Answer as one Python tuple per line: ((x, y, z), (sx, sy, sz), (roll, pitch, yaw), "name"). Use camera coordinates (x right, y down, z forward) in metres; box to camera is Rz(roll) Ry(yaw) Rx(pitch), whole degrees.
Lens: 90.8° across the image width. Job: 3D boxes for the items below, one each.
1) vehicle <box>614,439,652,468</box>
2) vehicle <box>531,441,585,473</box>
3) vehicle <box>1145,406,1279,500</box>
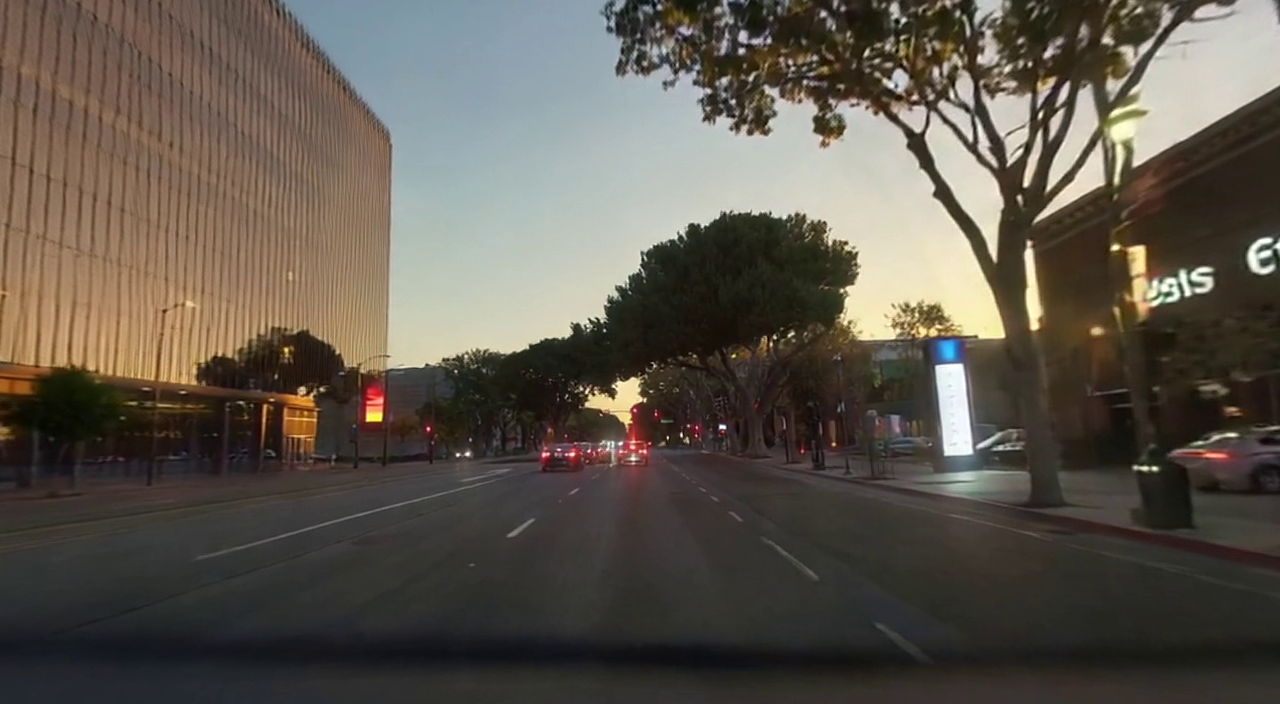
((-0.390, 5.781, 36.046), (2.042, 1.555, 3.912), (0, -8, 0), "vehicle")
((-3.988, 5.216, 31.561), (2.020, 1.457, 4.496), (0, -8, 1), "vehicle")
((12.761, 1.944, 12.301), (4.084, 1.661, 2.042), (0, -8, -2), "vehicle")
